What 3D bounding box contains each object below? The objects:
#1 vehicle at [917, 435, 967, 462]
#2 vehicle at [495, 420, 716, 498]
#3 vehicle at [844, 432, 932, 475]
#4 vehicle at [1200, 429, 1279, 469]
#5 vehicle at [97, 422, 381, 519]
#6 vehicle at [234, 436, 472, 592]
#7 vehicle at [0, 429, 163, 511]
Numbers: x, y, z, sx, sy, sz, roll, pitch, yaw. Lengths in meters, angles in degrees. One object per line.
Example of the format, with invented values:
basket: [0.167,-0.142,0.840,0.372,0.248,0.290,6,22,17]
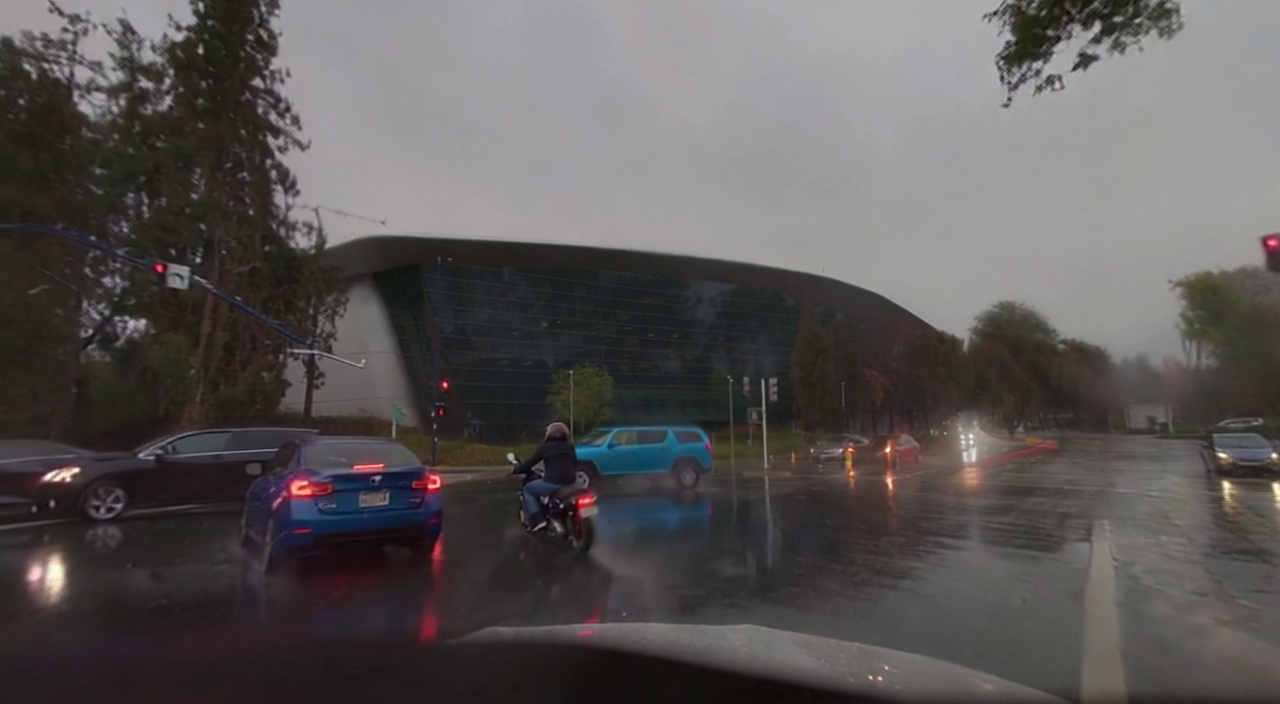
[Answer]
vehicle: [18.528,5.872,38.619,2.024,1.543,4.028,-6,-10,34]
vehicle: [-1.022,2.985,18.005,5.833,1.960,2.341,2,-9,-18]
vehicle: [10.751,4.320,27.136,2.084,1.656,4.583,-7,-11,39]
vehicle: [24.829,3.965,25.944,1.872,1.467,4.385,-6,-10,32]
vehicle: [-7.977,2.357,12.824,4.583,1.755,1.936,-1,-8,7]
vehicle: [-3.949,1.857,8.256,2.009,1.450,4.182,5,-10,-35]
vehicle: [-14.158,2.755,15.049,4.380,1.727,2.052,-3,-9,15]
